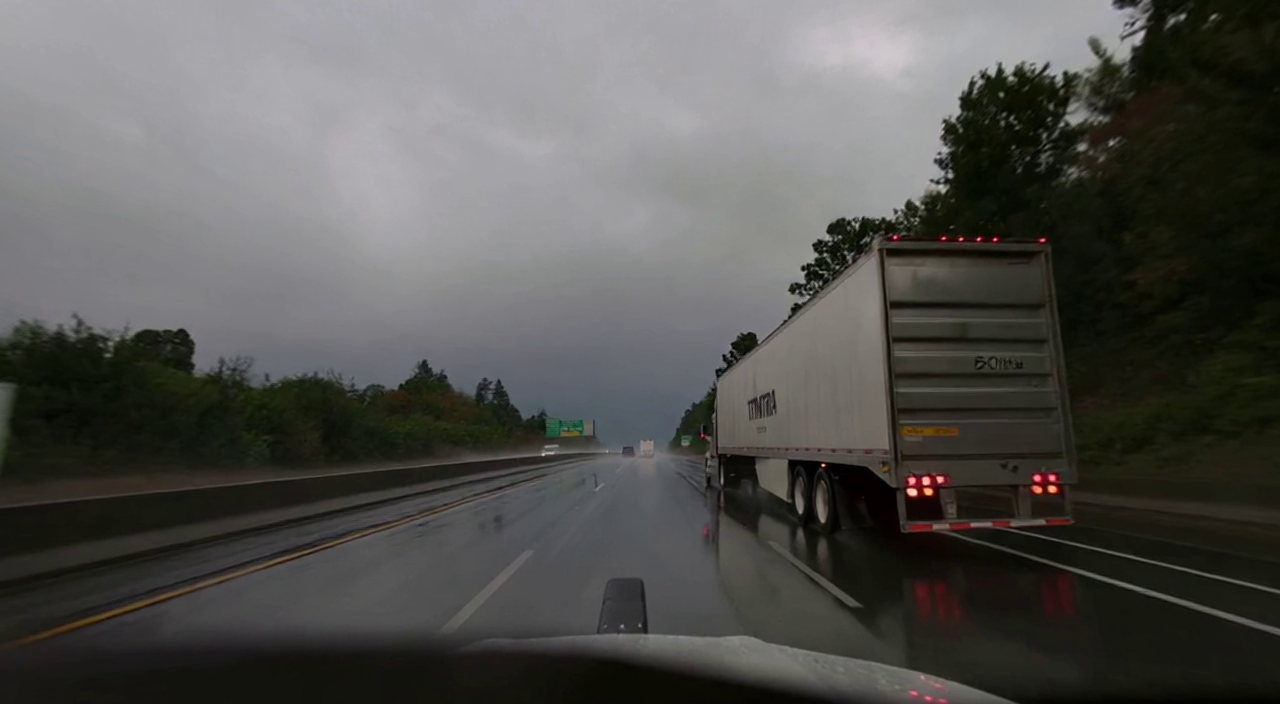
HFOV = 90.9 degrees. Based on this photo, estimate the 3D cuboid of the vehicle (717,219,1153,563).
[{"bbox_3d":[4.200,1.481,14.369,2.947,4.020,14.220,0,-9,-1],"label":"vehicle"}]
